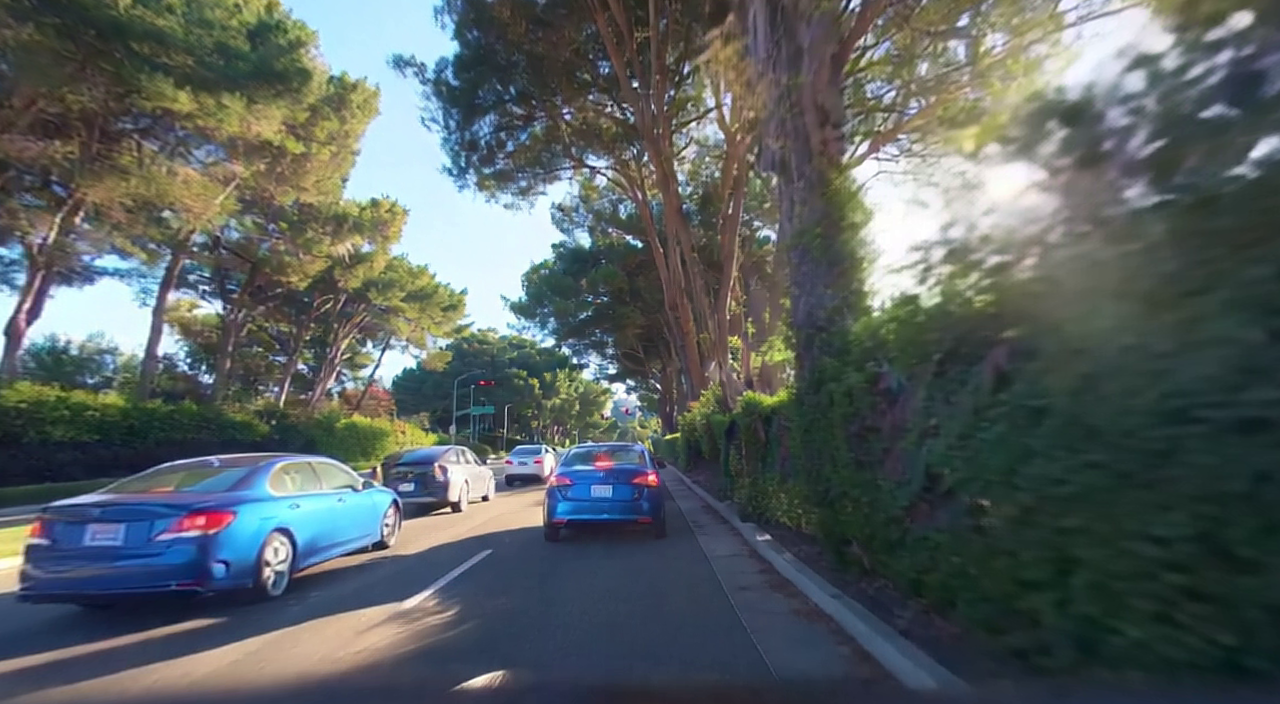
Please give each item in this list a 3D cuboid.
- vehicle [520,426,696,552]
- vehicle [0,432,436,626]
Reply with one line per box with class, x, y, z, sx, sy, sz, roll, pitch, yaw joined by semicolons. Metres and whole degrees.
vehicle;-0.416;1.965;9.757;2.127;1.517;4.090;0;-8;-1
vehicle;-3.816;1.610;6.786;1.784;1.408;4.141;0;-8;1
